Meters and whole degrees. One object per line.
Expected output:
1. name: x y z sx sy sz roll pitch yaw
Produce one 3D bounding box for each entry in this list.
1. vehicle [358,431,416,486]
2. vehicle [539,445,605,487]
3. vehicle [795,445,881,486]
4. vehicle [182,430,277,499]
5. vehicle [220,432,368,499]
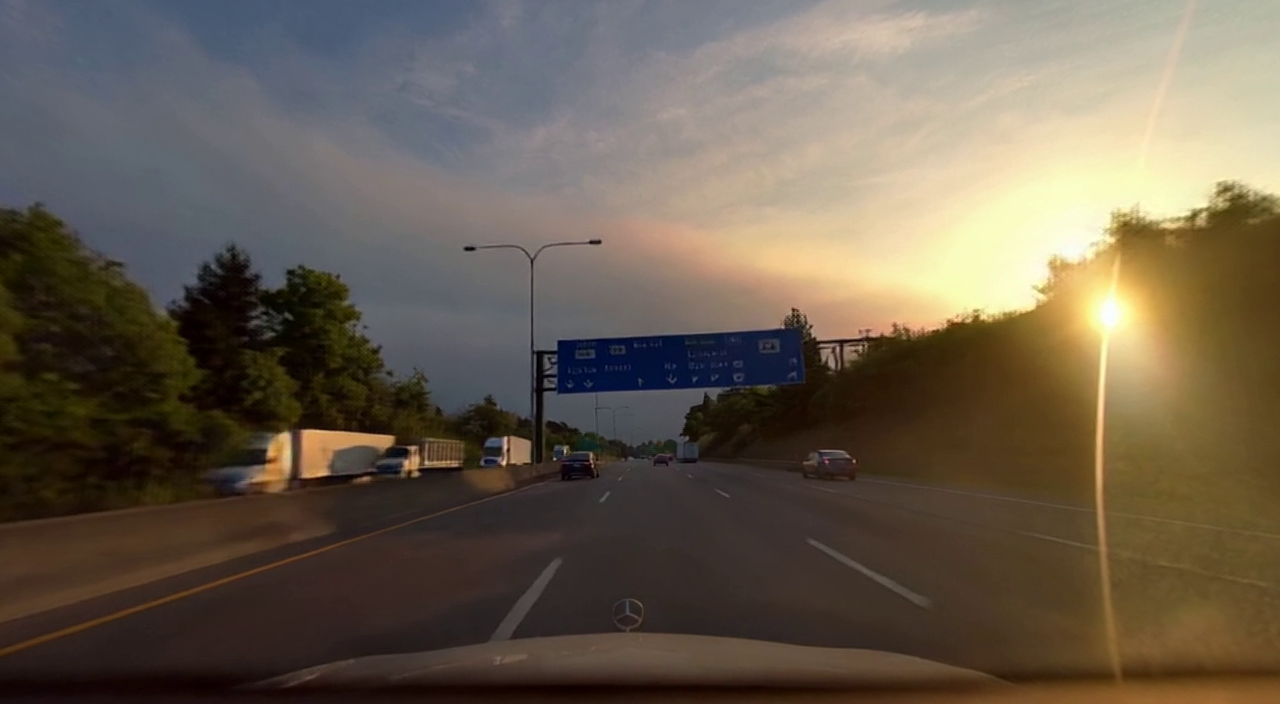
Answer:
1. vehicle: -18.585 7.822 46.428 2.772 3.823 3.192 0 -9 0
2. vehicle: -2.669 4.625 25.863 2.191 1.563 4.318 0 -9 1
3. vehicle: 7.795 4.505 25.312 1.943 1.493 4.507 0 -9 -1
4. vehicle: -22.470 6.147 34.694 2.913 3.587 3.098 0 -9 0
5. vehicle: -22.498 7.456 42.333 2.772 3.782 12.488 0 -9 0
